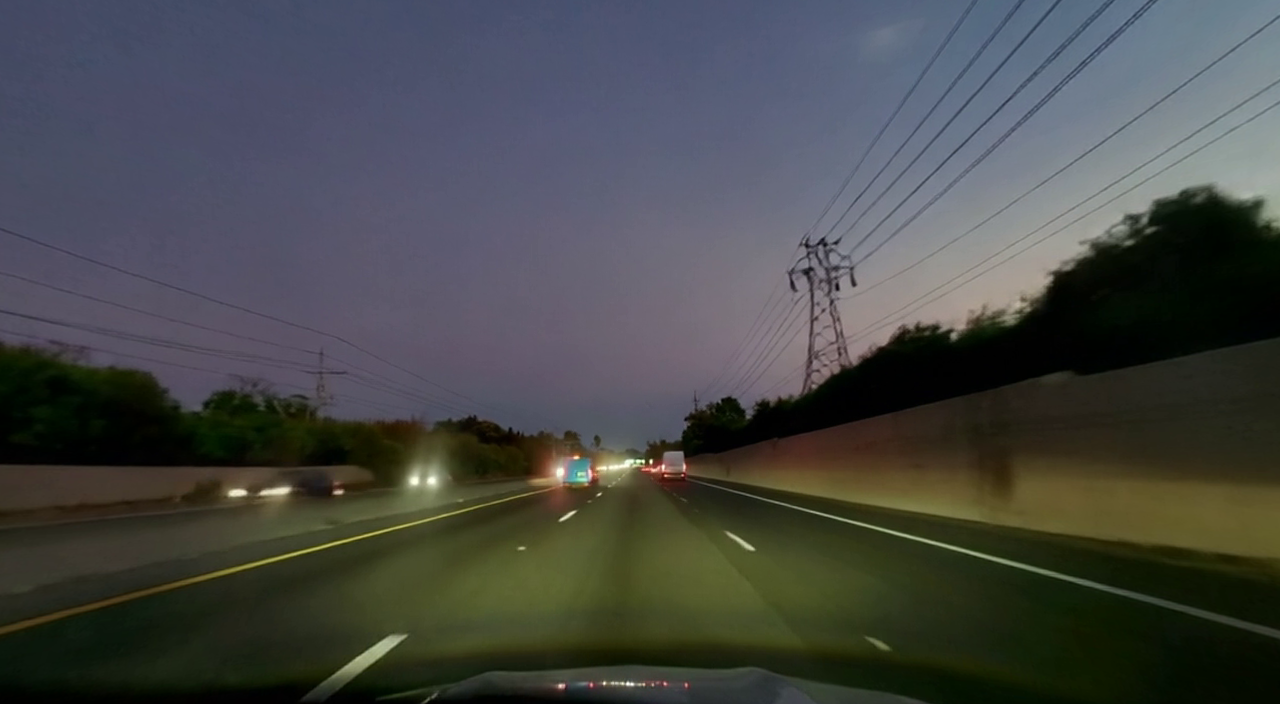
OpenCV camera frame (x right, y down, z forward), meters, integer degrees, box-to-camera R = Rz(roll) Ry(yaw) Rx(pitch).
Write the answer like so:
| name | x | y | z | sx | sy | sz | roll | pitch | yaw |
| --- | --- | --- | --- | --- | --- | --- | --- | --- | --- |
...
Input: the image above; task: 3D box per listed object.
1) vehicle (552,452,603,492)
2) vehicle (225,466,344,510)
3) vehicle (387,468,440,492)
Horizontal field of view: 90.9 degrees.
| name | x | y | z | sx | sy | sz | roll | pitch | yaw |
| --- | --- | --- | --- | --- | --- | --- | --- | --- | --- |
| vehicle | -3.401 | 6.637 | 35.037 | 2.324 | 2.008 | 4.654 | 1 | -10 | 0 |
| vehicle | -13.167 | 5.048 | 23.700 | 1.980 | 1.447 | 4.248 | 1 | -10 | 0 |
| vehicle | -16.922 | 9.560 | 47.268 | 2.074 | 1.684 | 4.959 | 1 | -10 | 0 |
